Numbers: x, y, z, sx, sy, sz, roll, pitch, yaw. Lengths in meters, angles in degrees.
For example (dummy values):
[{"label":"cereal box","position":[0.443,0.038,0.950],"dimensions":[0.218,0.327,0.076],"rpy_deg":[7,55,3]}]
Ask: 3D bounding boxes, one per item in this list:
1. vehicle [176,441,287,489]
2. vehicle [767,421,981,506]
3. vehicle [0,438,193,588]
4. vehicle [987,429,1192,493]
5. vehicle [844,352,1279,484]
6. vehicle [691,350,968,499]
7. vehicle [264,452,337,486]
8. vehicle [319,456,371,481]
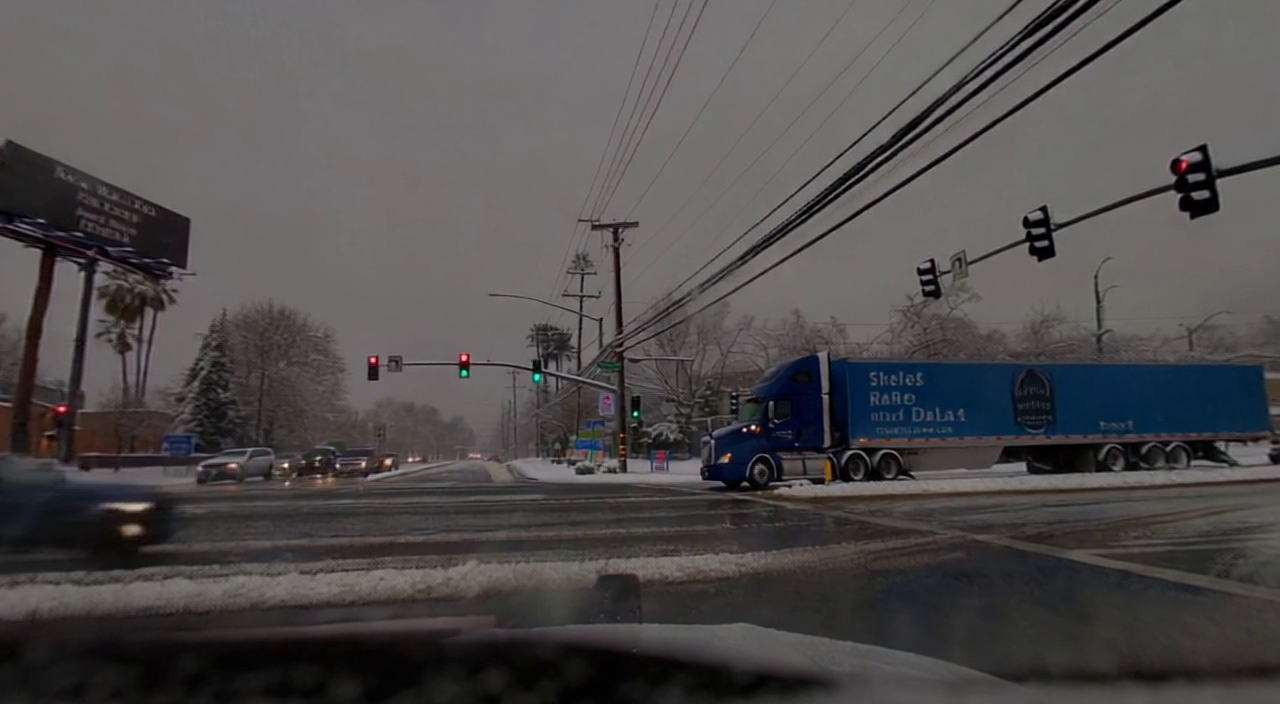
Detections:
[{"label":"vehicle","position":[-24.100,6.659,37.760],"dimensions":[2.989,2.573,6.053],"rpy_deg":[0,-9,-5]},{"label":"vehicle","position":[6.497,3.107,17.840],"dimensions":[5.079,1.893,2.200],"rpy_deg":[-2,-10,-13]},{"label":"vehicle","position":[-8.464,1.751,7.129],"dimensions":[5.114,1.492,2.040],"rpy_deg":[1,-9,-11]},{"label":"vehicle","position":[13.446,3.266,19.052],"dimensions":[4.958,1.510,1.949],"rpy_deg":[-2,-10,-11]},{"label":"vehicle","position":[16.122,2.481,23.212],"dimensions":[17.071,4.151,2.876],"rpy_deg":[1,-9,-12]},{"label":"vehicle","position":[6.103,2.430,21.008],"dimensions":[8.167,4.352,3.029],"rpy_deg":[1,-9,-12]},{"label":"vehicle","position":[-19.632,6.767,36.863],"dimensions":[2.028,1.744,4.876],"rpy_deg":[1,-9,-7]},{"label":"vehicle","position":[-20.900,8.236,45.023],"dimensions":[1.834,1.521,4.970],"rpy_deg":[1,-9,-7]}]
